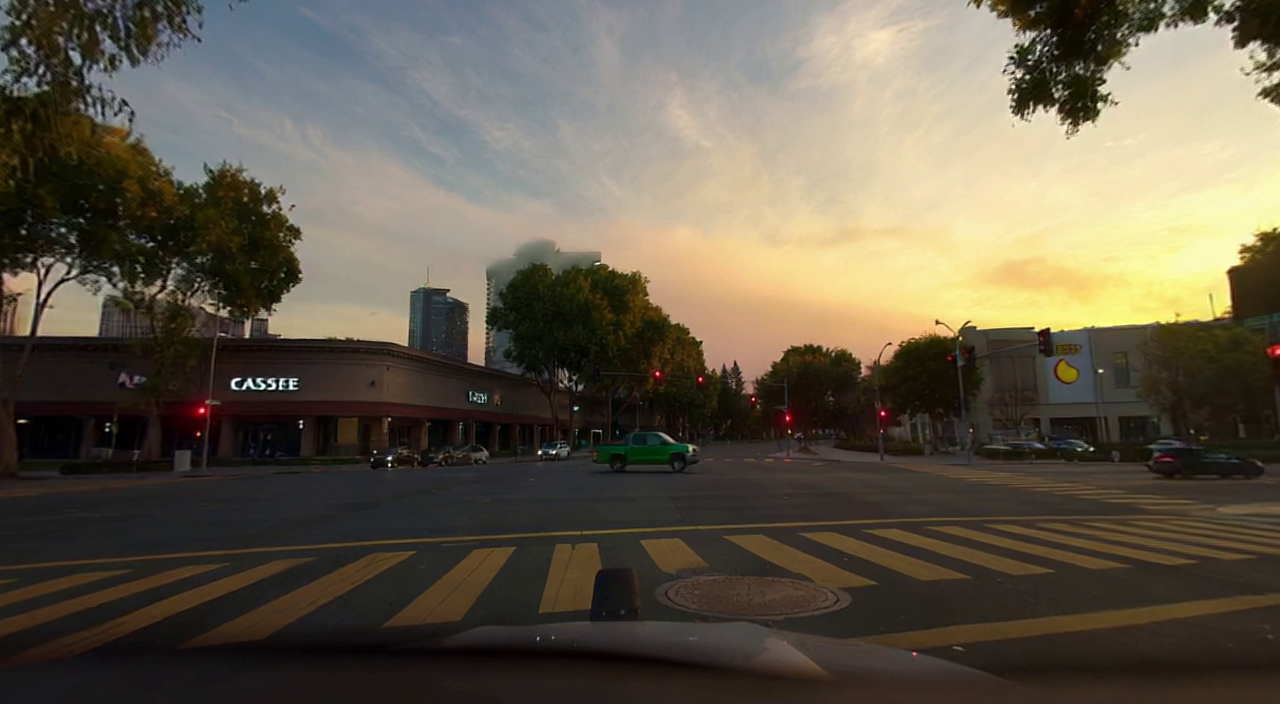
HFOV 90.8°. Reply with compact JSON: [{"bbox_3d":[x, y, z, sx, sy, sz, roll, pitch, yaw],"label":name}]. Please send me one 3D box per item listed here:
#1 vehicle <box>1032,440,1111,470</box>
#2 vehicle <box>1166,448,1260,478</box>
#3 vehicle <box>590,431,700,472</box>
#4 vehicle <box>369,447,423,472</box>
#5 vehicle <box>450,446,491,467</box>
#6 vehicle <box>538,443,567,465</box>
[{"bbox_3d":[26.362,6.264,38.546,4.541,1.731,2.007,5,-10,-28],"label":"vehicle"},{"bbox_3d":[30.316,5.805,33.379,4.658,1.478,1.946,4,-9,-26],"label":"vehicle"},{"bbox_3d":[0.147,5.045,32.176,2.289,1.927,5.667,8,-12,-42],"label":"vehicle"},{"bbox_3d":[-16.232,7.137,42.241,1.883,1.586,4.297,0,-9,0],"label":"vehicle"},{"bbox_3d":[-12.603,7.760,47.099,1.946,1.474,4.008,0,-9,0],"label":"vehicle"},{"bbox_3d":[-6.349,7.400,46.087,1.879,1.464,4.457,1,-8,-5],"label":"vehicle"}]
